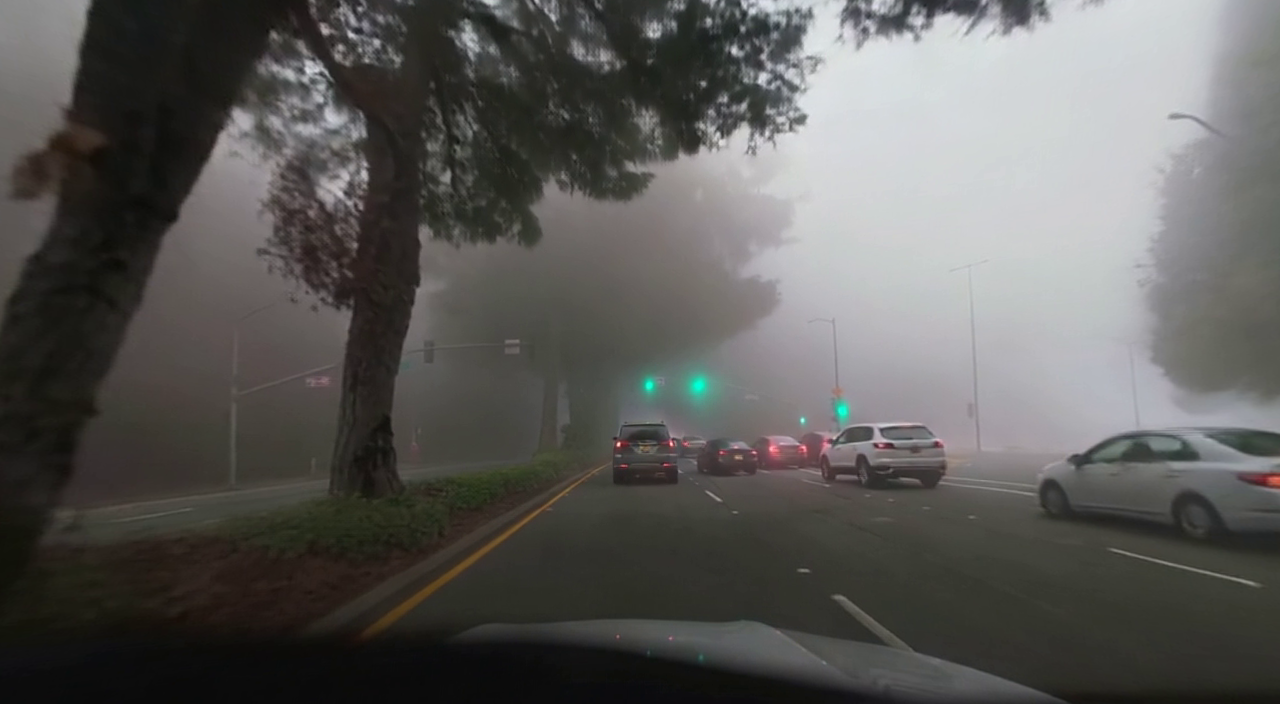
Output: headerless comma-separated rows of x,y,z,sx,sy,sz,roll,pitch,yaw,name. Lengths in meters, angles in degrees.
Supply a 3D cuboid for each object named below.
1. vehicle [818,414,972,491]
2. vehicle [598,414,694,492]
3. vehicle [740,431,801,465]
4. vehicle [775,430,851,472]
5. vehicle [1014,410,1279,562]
7.096,2.900,18.397,2.251,1.873,5.346,0,-9,0,vehicle
0.148,2.813,17.682,2.353,1.894,4.122,0,-9,0,vehicle
7.341,5.482,36.181,2.440,1.775,4.791,0,-9,0,vehicle
7.345,4.261,27.283,2.025,1.642,4.189,0,-9,0,vehicle
7.374,1.630,8.265,2.004,1.504,4.836,0,-9,0,vehicle
